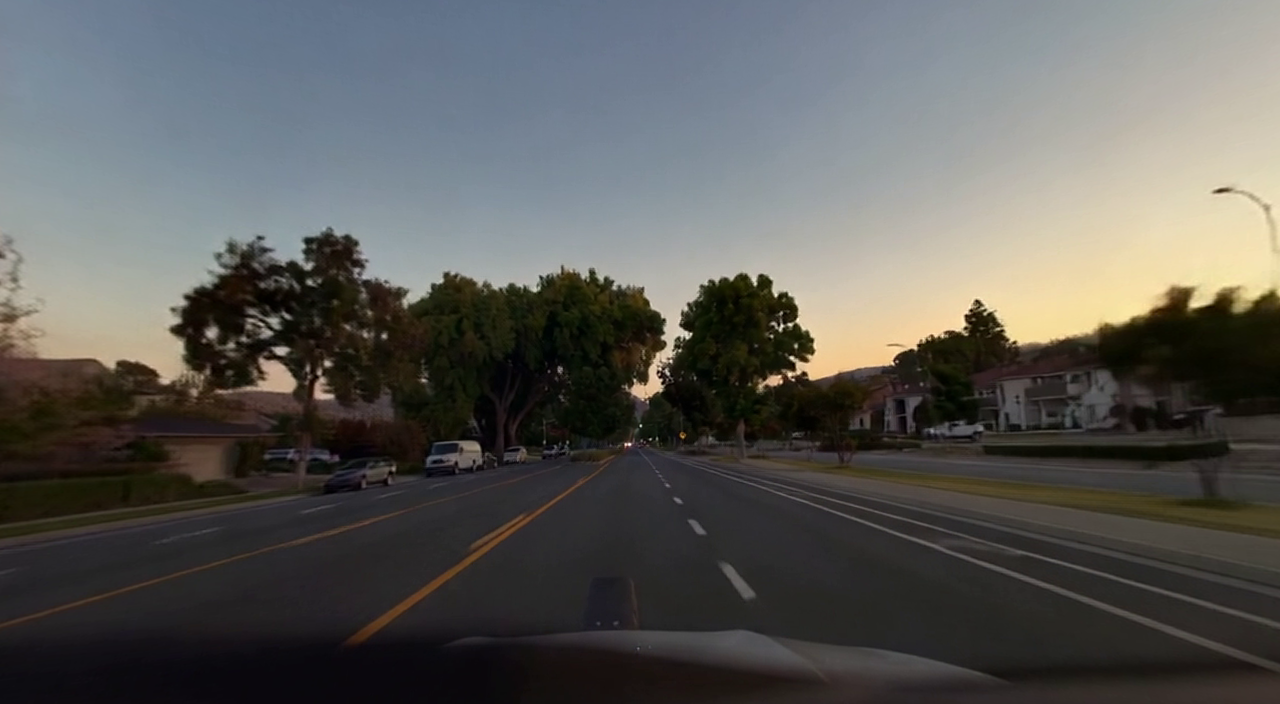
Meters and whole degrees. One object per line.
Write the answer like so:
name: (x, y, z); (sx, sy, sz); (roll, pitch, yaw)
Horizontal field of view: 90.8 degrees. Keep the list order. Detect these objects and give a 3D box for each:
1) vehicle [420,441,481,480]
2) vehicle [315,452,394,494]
vehicle: (-12.407, 7.126, 41.763); (2.630, 2.286, 5.309); (-2, -9, -3)
vehicle: (-12.401, 5.234, 27.693); (1.762, 1.552, 3.901); (-3, -8, -2)
